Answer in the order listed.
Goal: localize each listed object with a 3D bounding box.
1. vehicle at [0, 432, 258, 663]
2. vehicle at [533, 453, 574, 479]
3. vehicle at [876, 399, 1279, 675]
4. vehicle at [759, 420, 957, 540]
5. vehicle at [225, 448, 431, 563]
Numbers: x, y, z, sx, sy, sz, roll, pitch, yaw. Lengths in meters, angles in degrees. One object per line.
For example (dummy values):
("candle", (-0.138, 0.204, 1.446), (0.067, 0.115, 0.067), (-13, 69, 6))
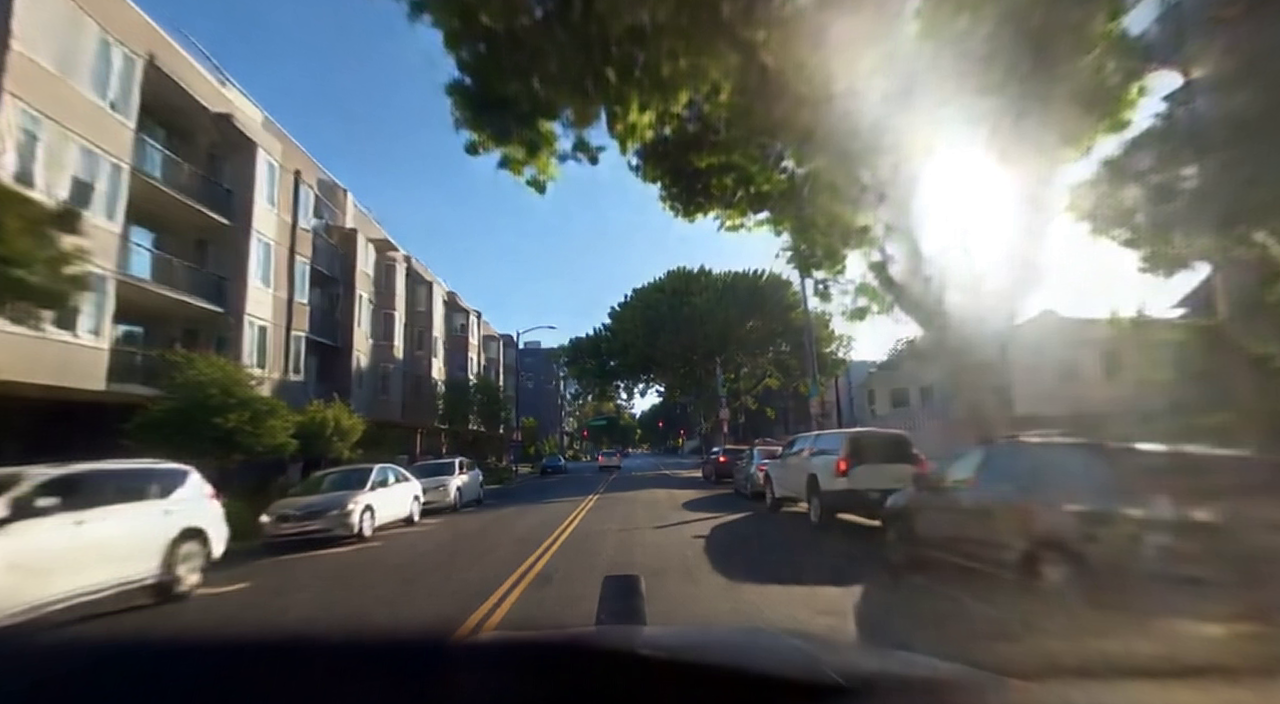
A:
("vehicle", (-5.964, 1.744, 5.699), (2.077, 1.756, 4.665), (-7, -9, 1))
("vehicle", (-5.793, 7.651, 42.676), (1.947, 1.473, 4.397), (-5, -9, 1))
("vehicle", (4.009, 1.447, 6.060), (1.782, 1.669, 4.226), (0, -9, -1))
("vehicle", (3.925, 2.405, 12.635), (2.093, 1.857, 5.414), (0, -9, 1))
("vehicle", (-5.871, 2.848, 12.542), (1.929, 1.681, 4.216), (-5, -9, 0))
